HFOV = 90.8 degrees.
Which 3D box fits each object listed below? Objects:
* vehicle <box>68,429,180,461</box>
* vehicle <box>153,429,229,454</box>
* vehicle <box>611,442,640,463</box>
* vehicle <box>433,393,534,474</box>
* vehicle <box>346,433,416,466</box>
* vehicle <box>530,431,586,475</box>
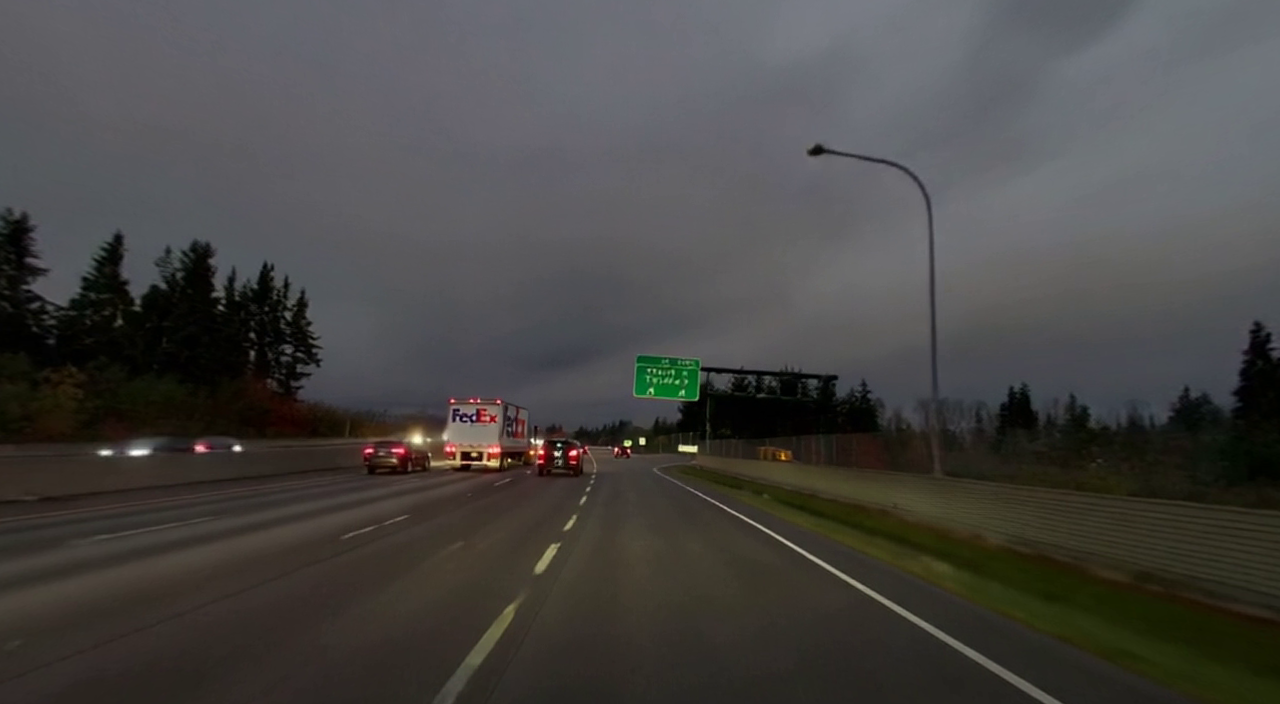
[{"bbox_3d":[-26.714,4.865,32.972,1.992,1.536,4.707,0,-9,-2],"label":"vehicle"},{"bbox_3d":[-30.893,6.213,43.689,1.914,1.670,4.733,0,-9,-3],"label":"vehicle"},{"bbox_3d":[-1.122,7.513,47.182,2.043,1.489,3.839,0,-9,-3],"label":"vehicle"},{"bbox_3d":[-7.051,3.931,29.924,2.870,3.266,8.589,0,-9,-2],"label":"vehicle"},{"bbox_3d":[-13.920,5.264,34.252,2.018,1.668,4.409,0,-9,-2],"label":"vehicle"},{"bbox_3d":[-3.728,4.696,29.537,2.170,1.886,4.628,0,-9,-2],"label":"vehicle"}]
